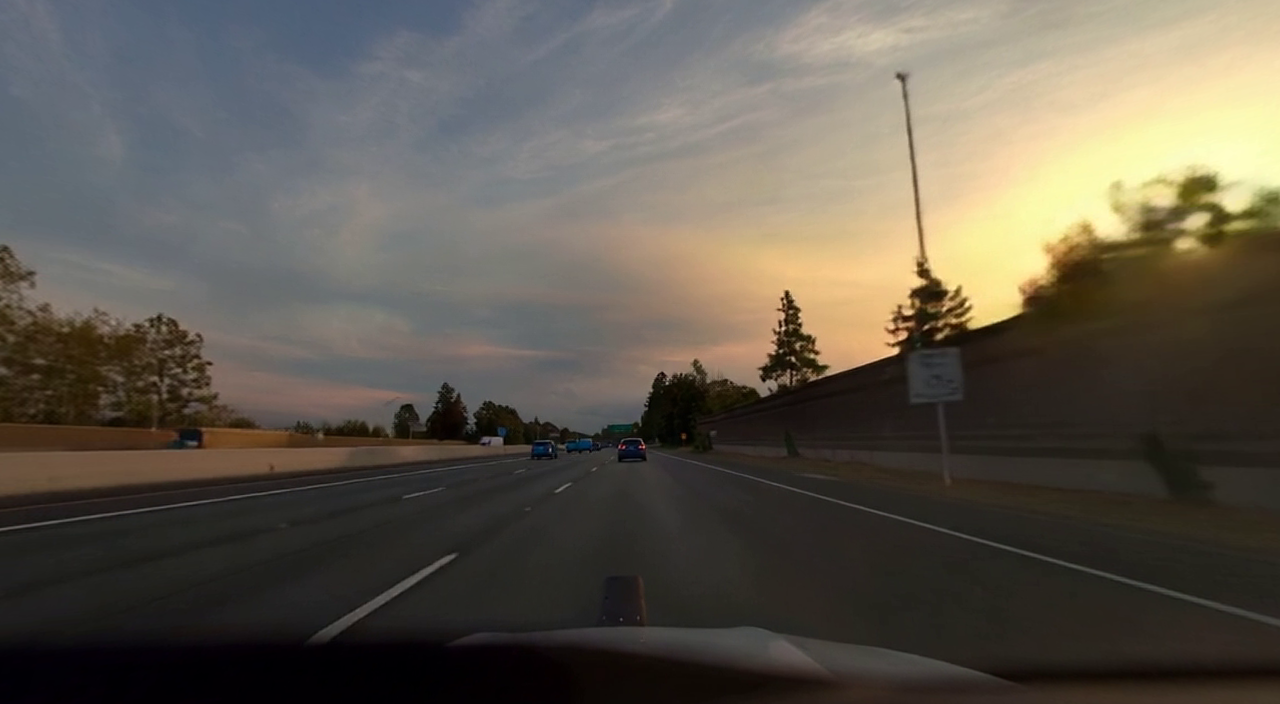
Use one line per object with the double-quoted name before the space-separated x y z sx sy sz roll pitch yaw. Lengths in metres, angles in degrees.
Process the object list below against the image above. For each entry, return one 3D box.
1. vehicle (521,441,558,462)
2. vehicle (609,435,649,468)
"vehicle" -7.544 7.543 47.854 2.019 1.523 4.396 0 -9 1
"vehicle" -0.562 5.534 35.141 2.141 1.706 4.065 0 -9 0
